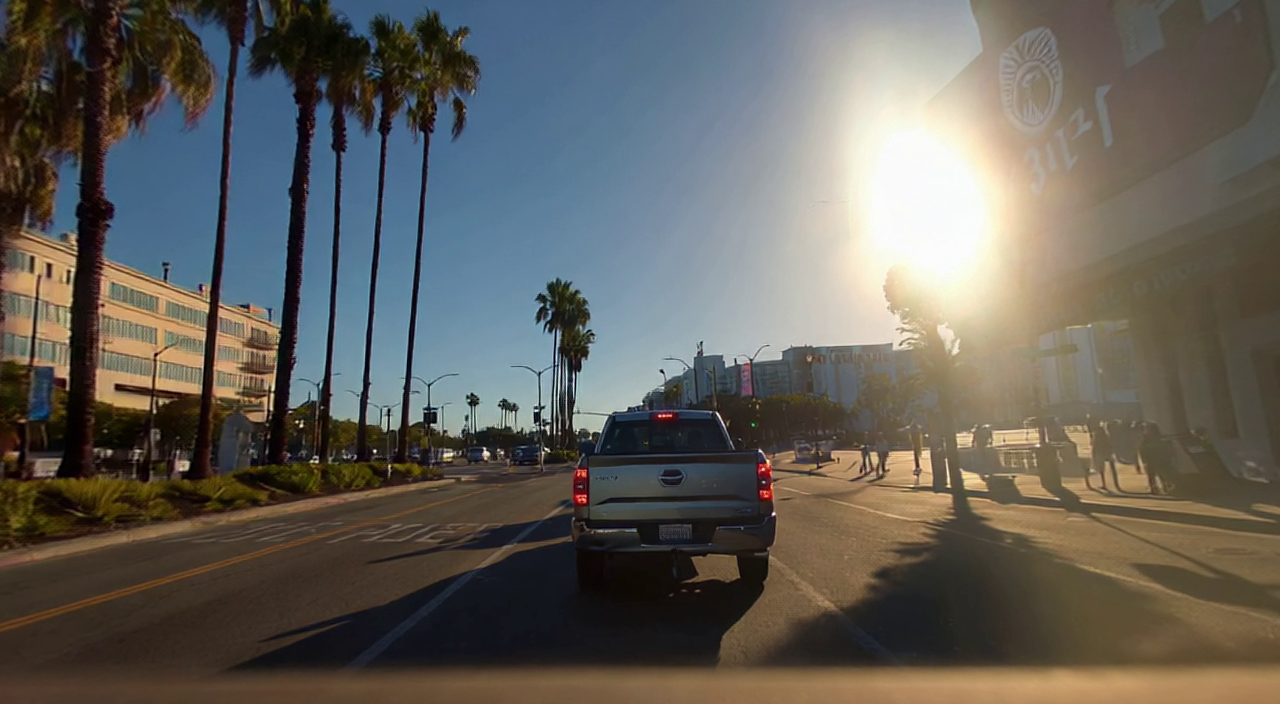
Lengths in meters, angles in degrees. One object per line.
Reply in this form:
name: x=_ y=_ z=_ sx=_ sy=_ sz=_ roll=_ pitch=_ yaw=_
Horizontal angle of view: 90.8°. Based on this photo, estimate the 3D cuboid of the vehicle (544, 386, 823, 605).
vehicle: x=0.400 y=1.588 z=7.972 sx=2.311 sy=1.819 sz=5.255 roll=0 pitch=-8 yaw=1

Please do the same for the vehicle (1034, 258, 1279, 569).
vehicle: x=7.857 y=0.843 z=8.560 sx=2.666 sy=3.345 sz=3.622 roll=-3 pitch=-9 yaw=7
